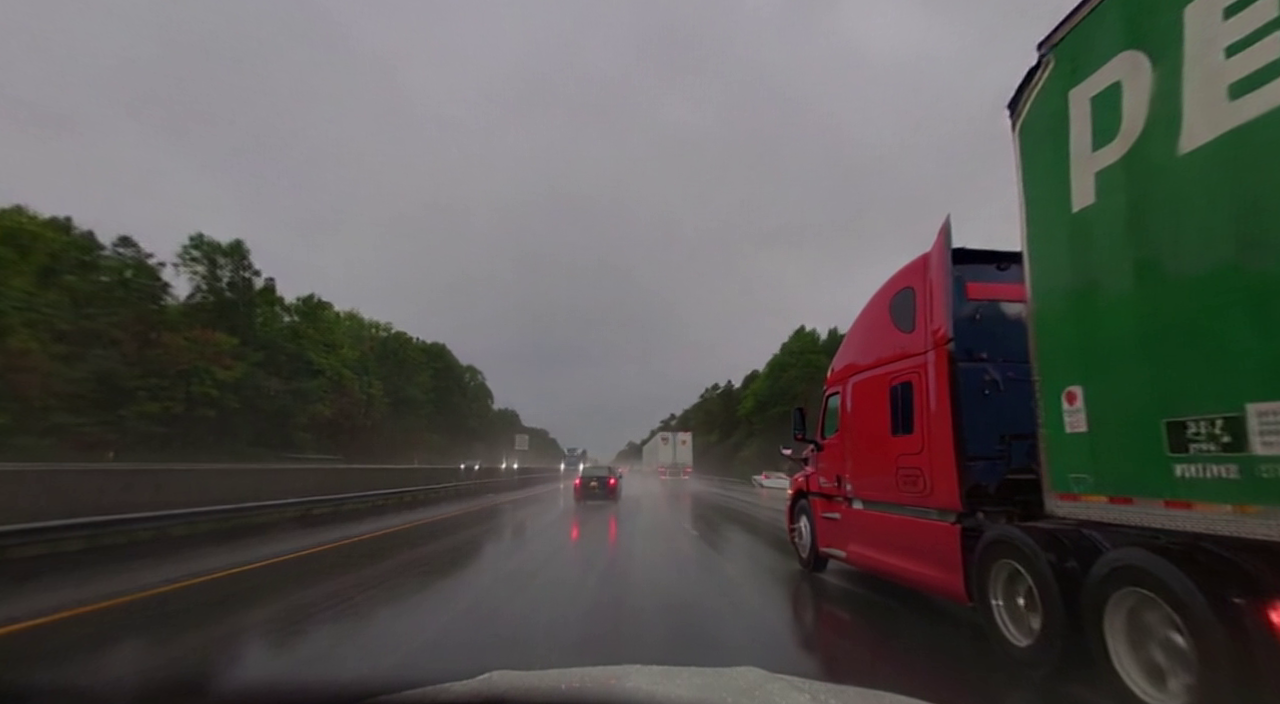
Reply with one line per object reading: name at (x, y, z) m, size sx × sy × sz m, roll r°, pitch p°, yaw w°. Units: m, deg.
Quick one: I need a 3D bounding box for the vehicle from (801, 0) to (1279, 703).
vehicle at (3.970, -0.041, 2.322) m, size 2.856 × 4.040 × 14.009 m, roll 1°, pitch -10°, yaw -1°

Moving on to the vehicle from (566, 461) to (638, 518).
vehicle at (-1.120, 4.372, 20.421) m, size 2.010 × 1.580 × 4.949 m, roll 1°, pitch -10°, yaw -1°
